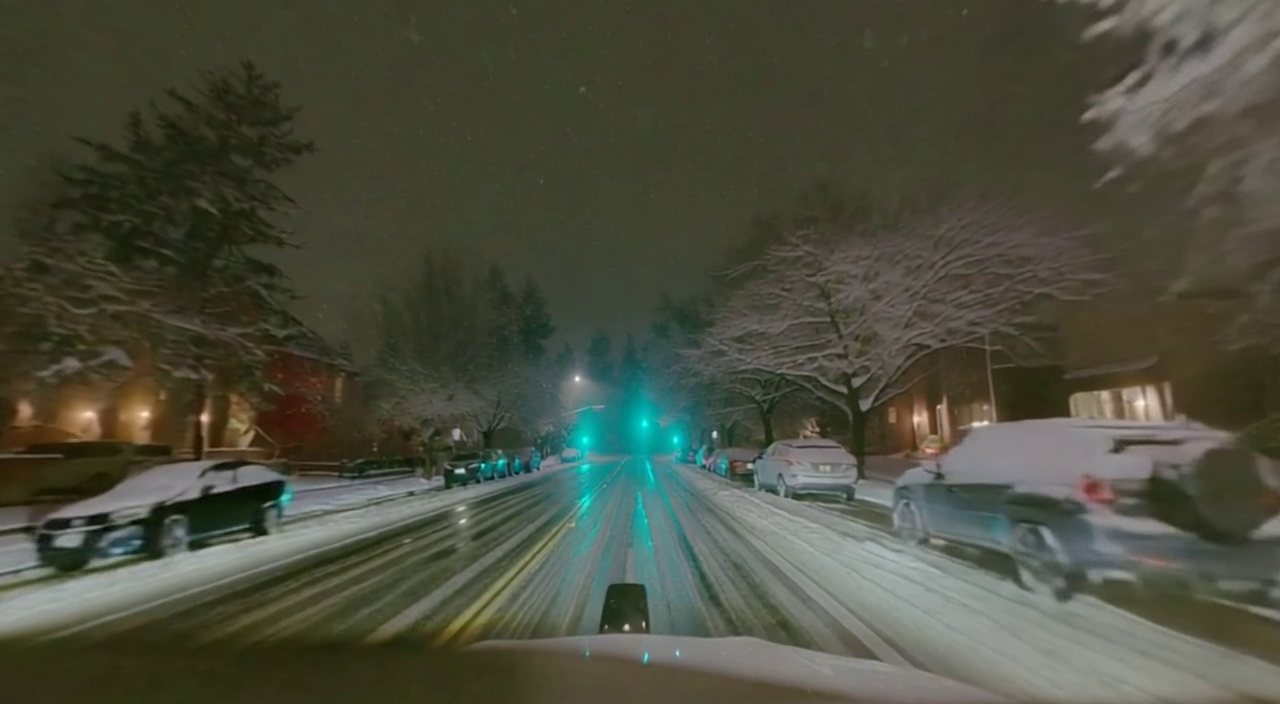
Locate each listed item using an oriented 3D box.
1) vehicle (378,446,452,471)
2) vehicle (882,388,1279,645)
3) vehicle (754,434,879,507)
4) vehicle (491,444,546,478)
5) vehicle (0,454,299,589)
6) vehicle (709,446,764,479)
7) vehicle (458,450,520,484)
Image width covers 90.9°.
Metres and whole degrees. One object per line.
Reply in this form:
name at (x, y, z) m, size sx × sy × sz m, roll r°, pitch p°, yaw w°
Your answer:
vehicle at (-16.287, 7.713, 45.820) m, size 4.619 × 1.708 × 2.087 m, roll 0°, pitch -8°, yaw -1°
vehicle at (4.485, 1.500, 6.837) m, size 2.089 × 1.831 × 4.492 m, roll -1°, pitch -8°, yaw 3°
vehicle at (4.684, 3.204, 17.630) m, size 2.137 × 1.747 × 4.797 m, roll 0°, pitch -8°, yaw 1°
vehicle at (-7.102, 6.382, 37.391) m, size 2.218 × 1.807 × 5.032 m, roll -1°, pitch -8°, yaw 1°
vehicle at (-7.453, 2.366, 9.710) m, size 1.903 × 1.463 × 4.526 m, roll -1°, pitch -8°, yaw 0°
vehicle at (4.634, 5.350, 30.888) m, size 2.048 × 1.469 × 4.673 m, roll 0°, pitch -8°, yaw 1°
vehicle at (-7.465, 5.691, 31.532) m, size 1.971 × 1.479 × 4.307 m, roll -1°, pitch -8°, yaw 1°
